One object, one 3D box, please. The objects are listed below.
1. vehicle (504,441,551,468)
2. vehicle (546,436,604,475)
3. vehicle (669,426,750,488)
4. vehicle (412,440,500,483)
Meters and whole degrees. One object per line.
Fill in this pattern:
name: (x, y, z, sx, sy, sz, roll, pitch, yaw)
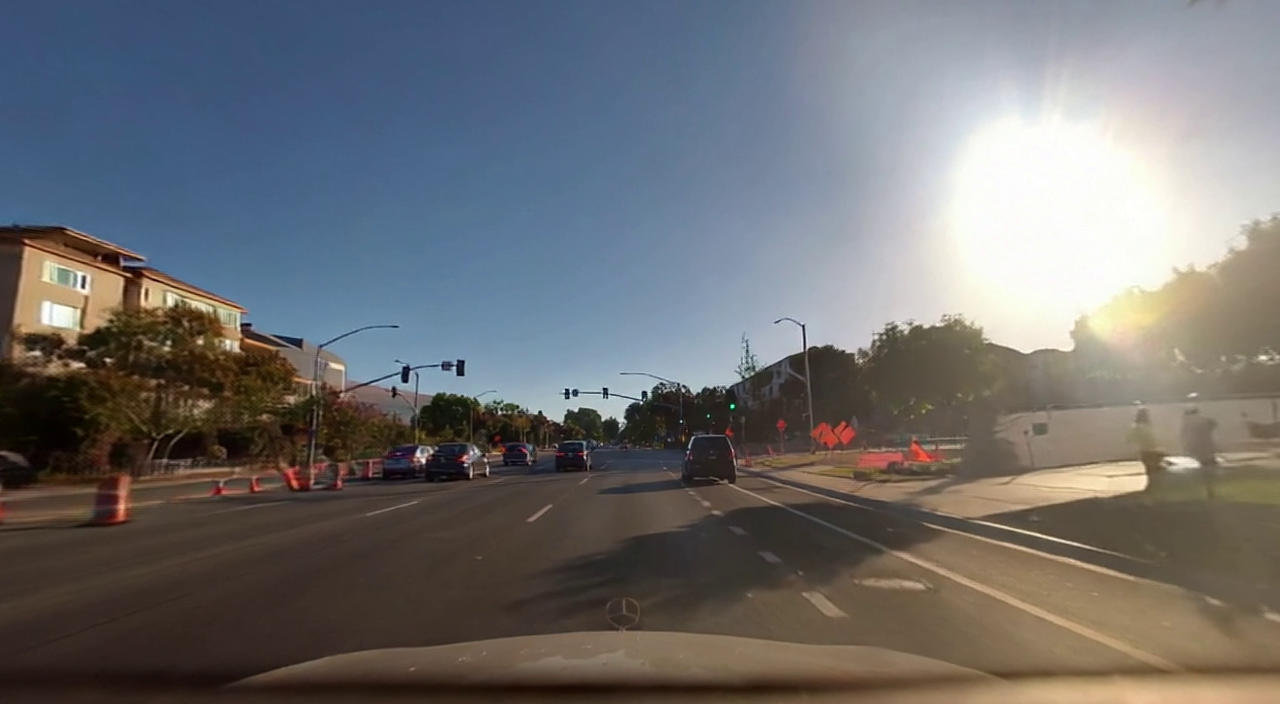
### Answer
vehicle: (-6.565, 6.026, 37.137, 1.993, 1.492, 3.666, 0, -8, 2)
vehicle: (-2.865, 4.679, 28.728, 2.121, 1.654, 3.993, 0, -8, 1)
vehicle: (2.173, 3.451, 21.049, 2.197, 1.835, 4.316, 0, -8, 0)
vehicle: (-7.040, 4.220, 24.664, 1.928, 1.488, 4.635, 0, -8, 1)
